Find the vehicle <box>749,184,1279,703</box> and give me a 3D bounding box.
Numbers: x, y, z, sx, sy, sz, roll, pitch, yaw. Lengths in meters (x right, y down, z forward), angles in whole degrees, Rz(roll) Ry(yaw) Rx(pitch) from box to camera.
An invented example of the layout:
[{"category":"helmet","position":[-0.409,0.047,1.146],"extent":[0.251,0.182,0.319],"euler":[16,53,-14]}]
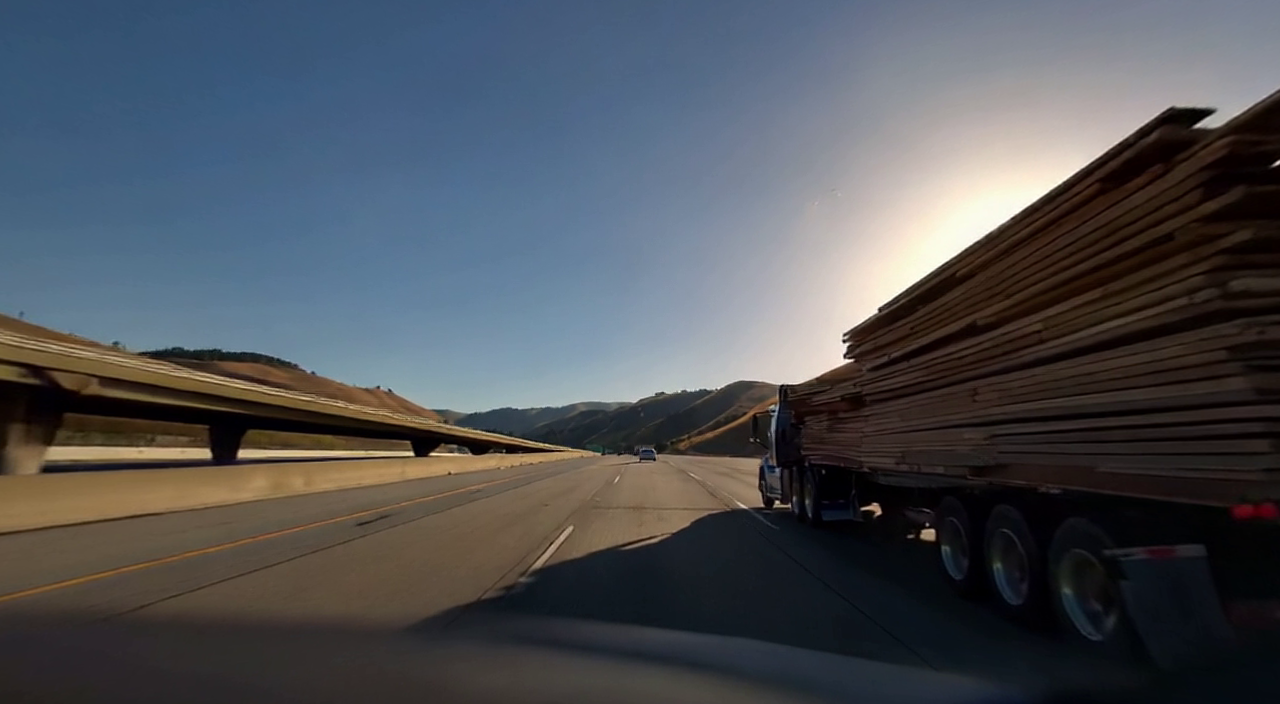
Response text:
[{"category":"vehicle","position":[4.127,1.274,8.997],"extent":[3.326,3.089,10.642],"euler":[0,-9,1]}]
